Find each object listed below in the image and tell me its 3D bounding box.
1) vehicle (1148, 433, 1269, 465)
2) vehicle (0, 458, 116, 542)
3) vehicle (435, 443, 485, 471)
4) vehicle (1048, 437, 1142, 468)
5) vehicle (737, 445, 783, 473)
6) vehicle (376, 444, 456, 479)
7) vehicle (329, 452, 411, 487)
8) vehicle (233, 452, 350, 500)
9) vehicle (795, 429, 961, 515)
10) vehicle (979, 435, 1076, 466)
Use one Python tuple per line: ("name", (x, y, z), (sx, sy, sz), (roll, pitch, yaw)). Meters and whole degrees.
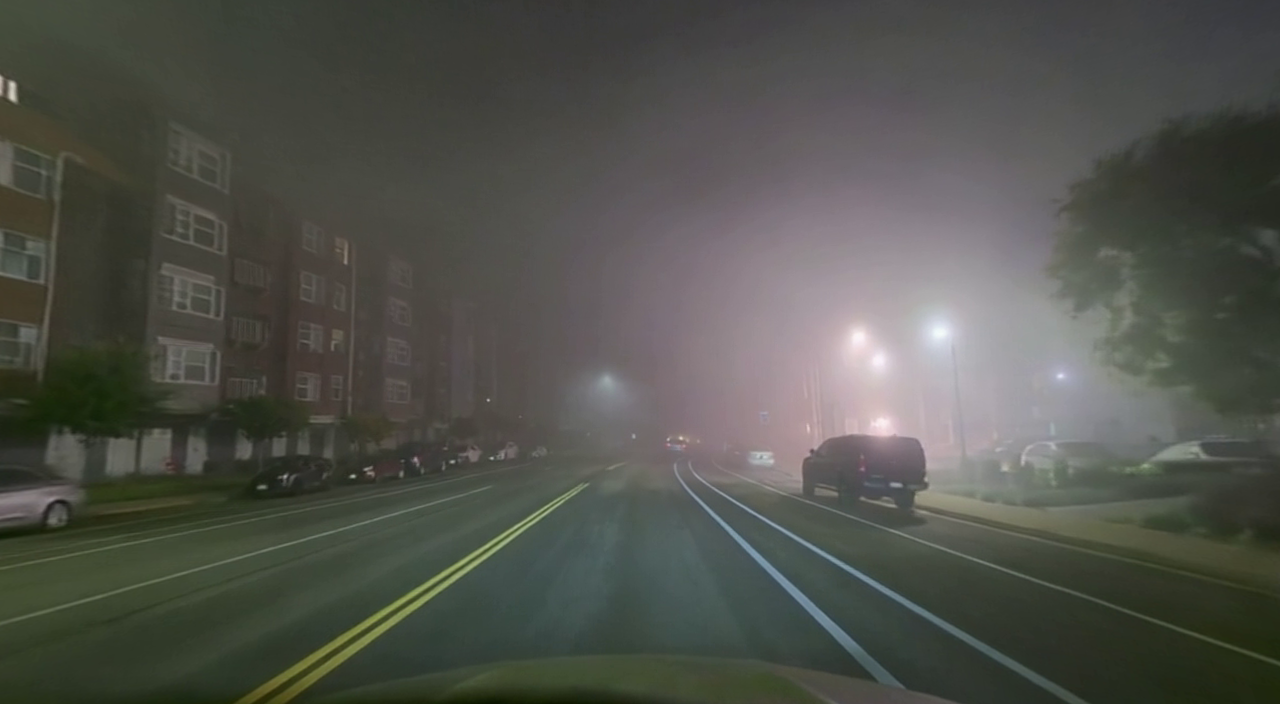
("vehicle", (28.412, 4.873, 31.817), (1.790, 1.460, 4.515), (0, -8, -2))
("vehicle", (-12.602, 2.739, 11.611), (1.889, 1.461, 4.608), (0, -8, 2))
("vehicle", (-12.214, 7.146, 43.235), (2.001, 1.836, 4.471), (0, -8, 2))
("vehicle", (22.764, 5.041, 31.790), (1.797, 1.425, 3.794), (0, -8, -2))
("vehicle", (6.689, 5.990, 35.714), (1.947, 1.487, 4.549), (0, -8, 3))
("vehicle", (-12.450, 6.112, 35.654), (2.290, 1.799, 5.801), (0, -8, 2))
("vehicle", (-12.347, 5.361, 29.205), (1.723, 1.418, 4.359), (0, -8, 2))
("vehicle", (-12.259, 4.350, 22.529), (1.926, 1.499, 3.869), (0, -8, 0))
("vehicle", (5.642, 2.906, 15.943), (2.102, 1.781, 5.470), (0, -8, 1))
("vehicle", (19.797, 5.060, 32.545), (2.008, 1.489, 4.775), (0, -8, 1))
